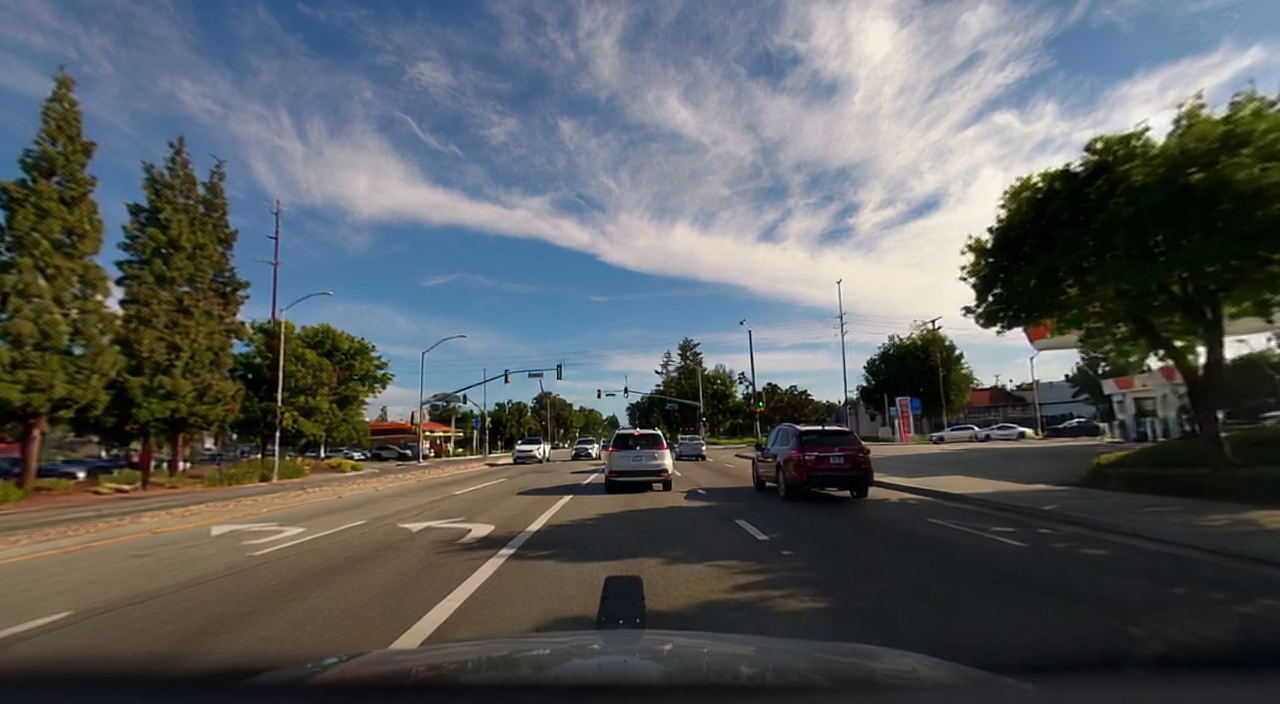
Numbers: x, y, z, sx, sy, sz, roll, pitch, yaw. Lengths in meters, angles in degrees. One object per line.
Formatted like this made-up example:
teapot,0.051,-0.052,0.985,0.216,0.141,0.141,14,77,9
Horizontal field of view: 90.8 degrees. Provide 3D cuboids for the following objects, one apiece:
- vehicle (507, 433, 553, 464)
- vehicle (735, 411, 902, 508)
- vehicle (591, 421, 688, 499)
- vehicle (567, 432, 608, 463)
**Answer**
vehicle,-6.591,5.838,38.334,1.994,1.695,4.471,0,-8,0
vehicle,3.735,2.372,14.387,2.116,1.791,5.006,0,-8,-3
vehicle,-0.087,2.683,16.049,2.164,1.718,3.881,0,-8,-2
vehicle,-3.184,5.885,38.961,2.155,1.745,4.248,0,-8,0
